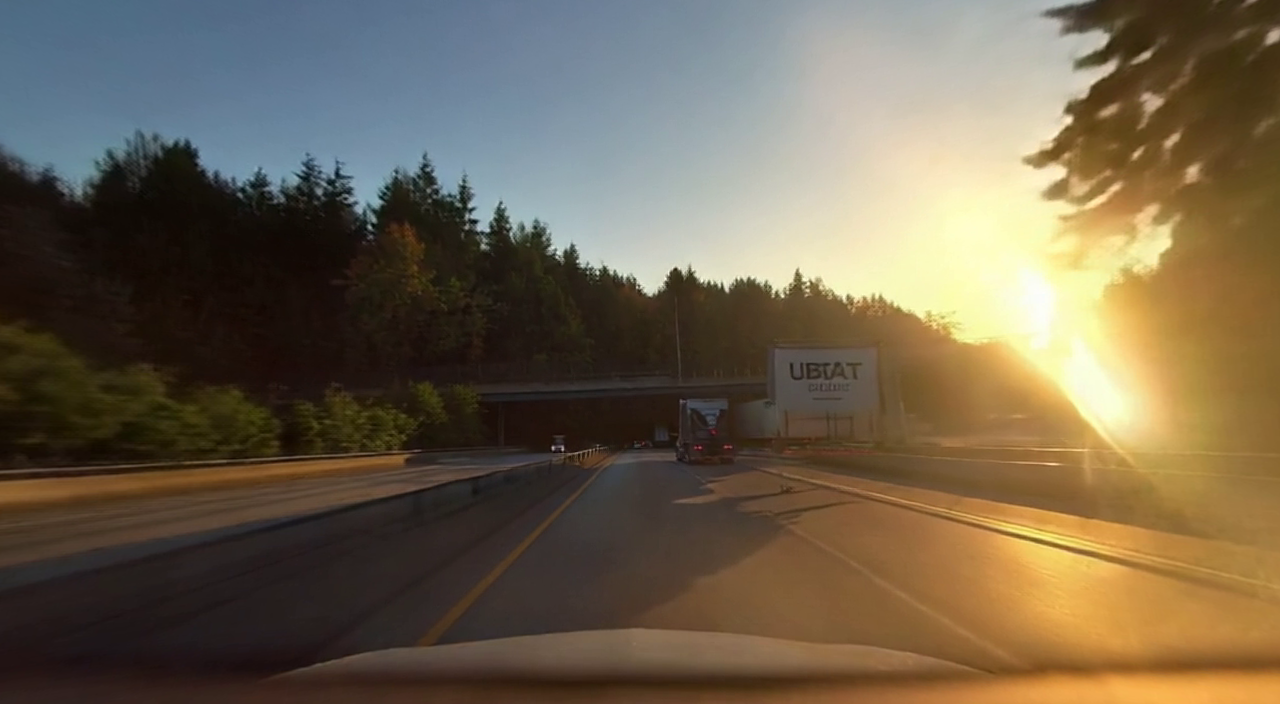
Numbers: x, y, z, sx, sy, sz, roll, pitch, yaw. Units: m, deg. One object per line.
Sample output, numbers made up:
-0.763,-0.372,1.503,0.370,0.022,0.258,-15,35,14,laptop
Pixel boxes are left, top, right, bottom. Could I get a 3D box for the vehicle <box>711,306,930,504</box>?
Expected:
3.973,1.572,16.470,3.006,3.850,8.310,0,-8,-1,vehicle
